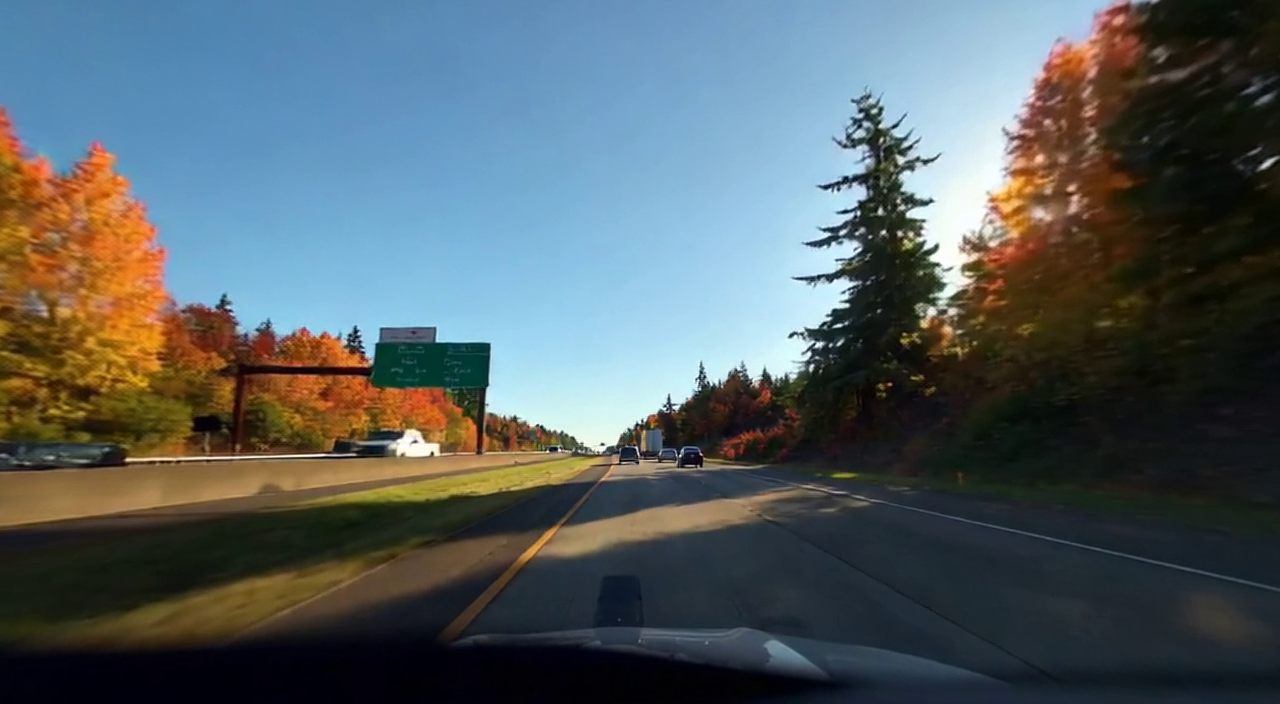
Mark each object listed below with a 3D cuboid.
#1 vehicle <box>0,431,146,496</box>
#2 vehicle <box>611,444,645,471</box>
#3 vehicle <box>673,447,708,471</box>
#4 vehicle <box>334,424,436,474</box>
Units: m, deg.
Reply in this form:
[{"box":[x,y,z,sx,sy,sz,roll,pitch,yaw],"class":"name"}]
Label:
[{"box":[-44.594,8.065,45.693,2.912,4.269,18.209,0,-9,-2],"class":"vehicle"},{"box":[-0.788,7.003,41.922,2.151,1.693,4.201,0,-9,-1],"class":"vehicle"},{"box":[3.373,7.208,42.516,1.968,1.513,3.911,0,-9,-2],"class":"vehicle"},{"box":[-8.884,3.435,22.252,1.922,1.561,4.160,0,-9,-1],"class":"vehicle"}]
